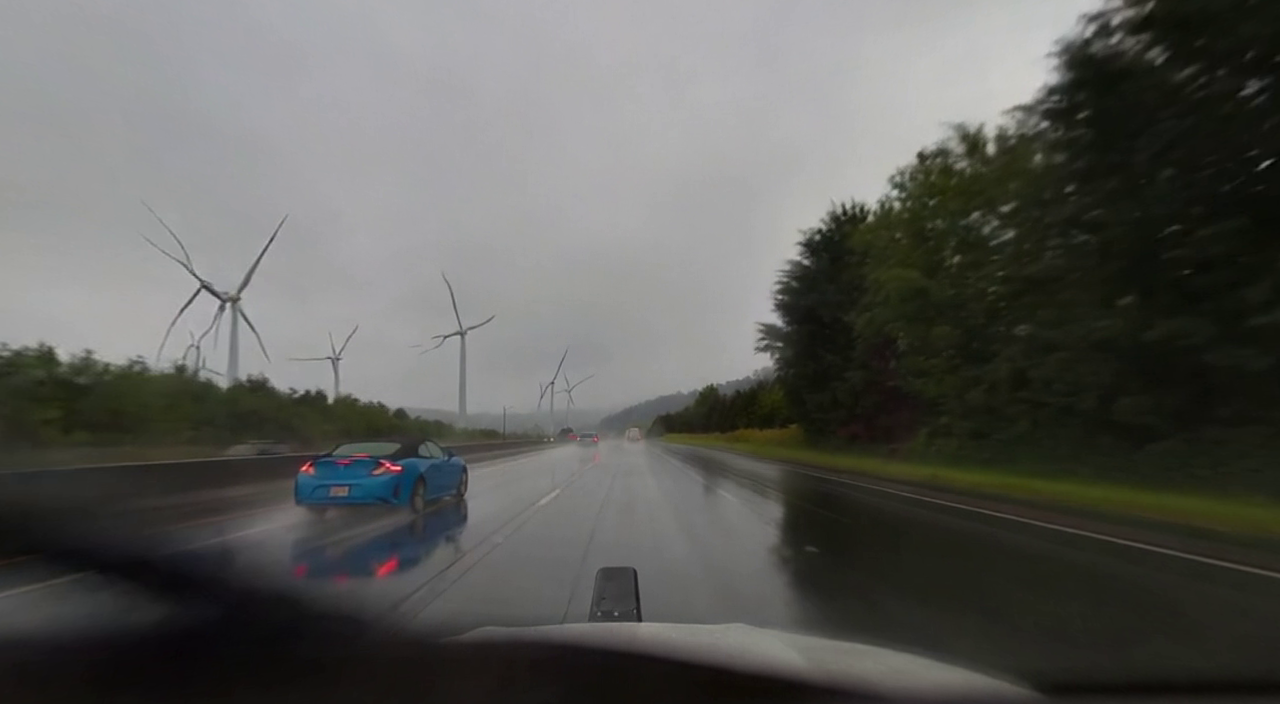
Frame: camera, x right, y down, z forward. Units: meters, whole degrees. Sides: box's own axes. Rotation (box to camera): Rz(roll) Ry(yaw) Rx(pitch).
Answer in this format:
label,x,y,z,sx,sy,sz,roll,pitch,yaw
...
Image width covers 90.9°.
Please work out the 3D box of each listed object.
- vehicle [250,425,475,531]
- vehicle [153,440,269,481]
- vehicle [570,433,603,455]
label,x,y,z,sx,sy,sz,roll,pitch,yaw
vehicle,-4.302,1.989,10.648,1.969,1.413,4.194,0,-8,-1
vehicle,-17.334,4.358,25.726,1.900,1.528,4.061,0,-8,-1
vehicle,-3.631,6.284,43.212,2.024,1.456,3.754,0,-8,-2
